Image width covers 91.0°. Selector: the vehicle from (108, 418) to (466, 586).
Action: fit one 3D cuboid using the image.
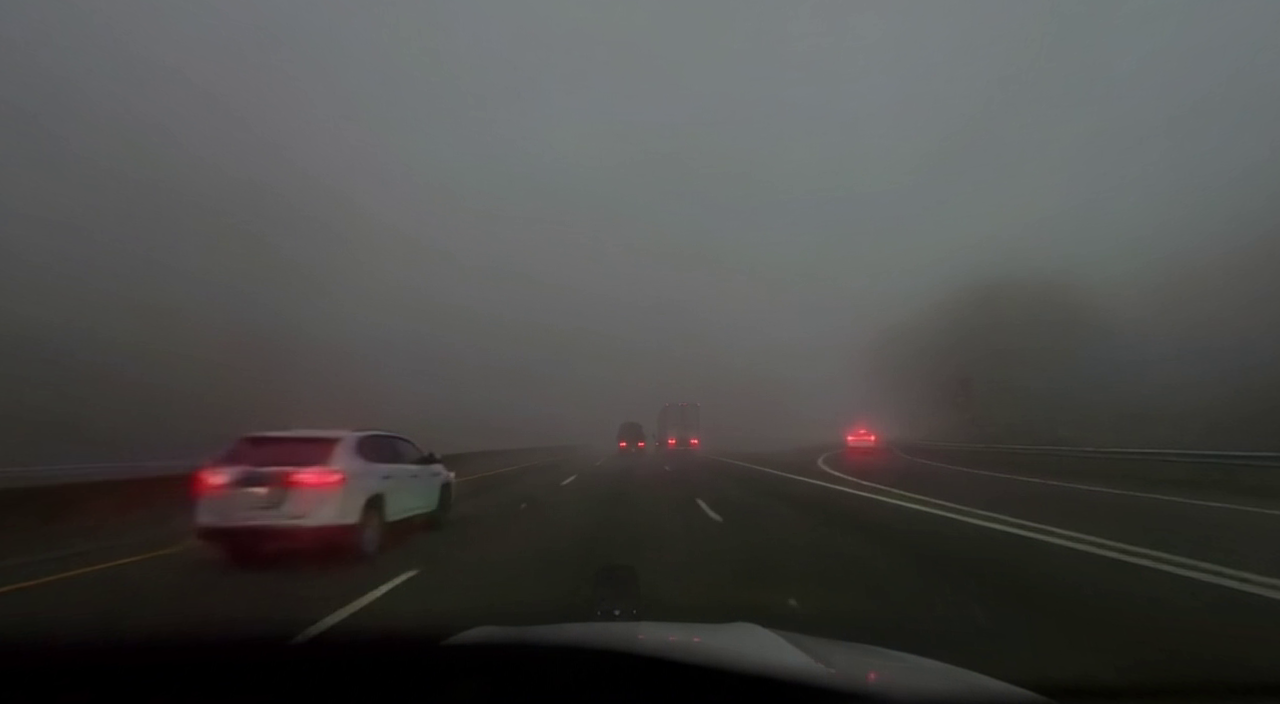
[{"bbox_3d":[-3.895,1.710,8.073,2.111,1.536,4.270,0,-8,0],"label":"vehicle"}]
